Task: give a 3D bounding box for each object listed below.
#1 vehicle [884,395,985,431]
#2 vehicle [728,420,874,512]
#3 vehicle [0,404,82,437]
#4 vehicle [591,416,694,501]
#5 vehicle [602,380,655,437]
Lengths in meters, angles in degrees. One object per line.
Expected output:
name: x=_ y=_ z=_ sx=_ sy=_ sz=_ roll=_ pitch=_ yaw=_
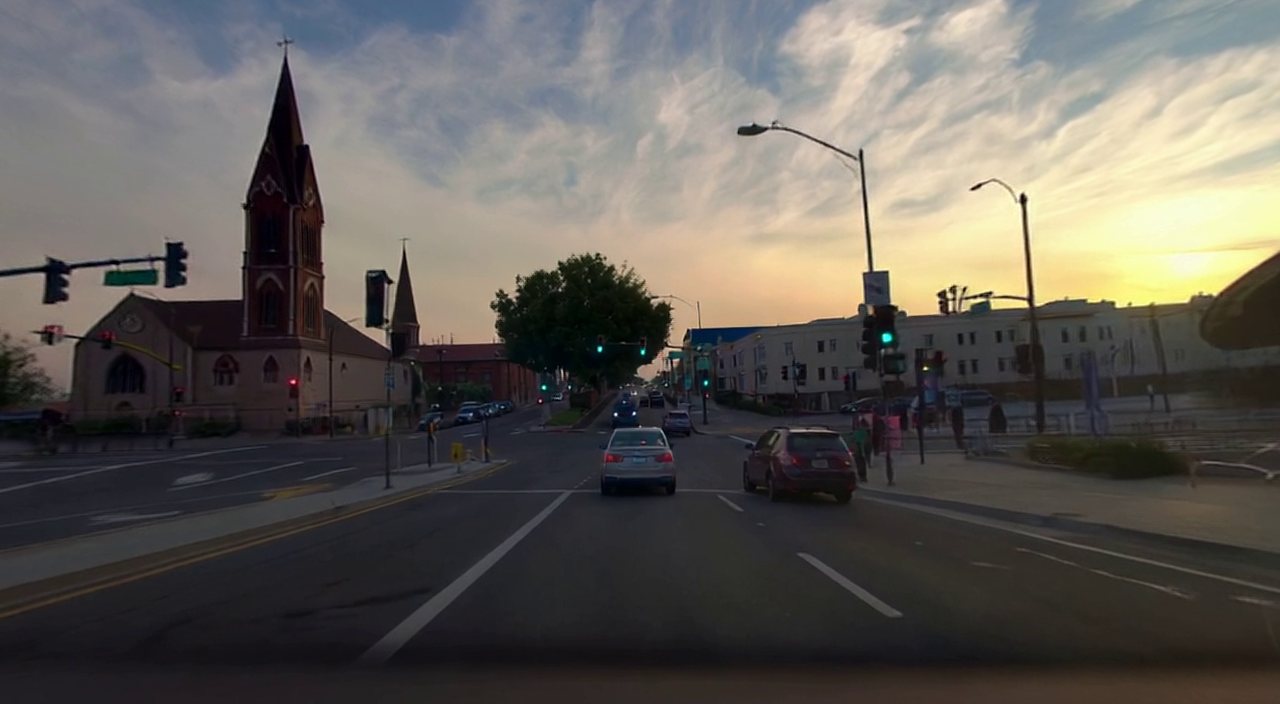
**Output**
vehicle: x=16.317 y=3.347 z=35.130 sx=4.512 sy=1.734 sz=2.143 roll=-2 pitch=-4 yaw=-4
vehicle: x=3.493 y=2.566 z=14.757 sx=2.080 sy=1.735 sz=4.650 roll=2 pitch=-8 yaw=-1
vehicle: x=-45.489 y=5.118 z=47.747 sx=2.194 sy=2.092 sz=5.083 roll=0 pitch=-2 yaw=-3
vehicle: x=0.029 y=2.548 z=15.504 sx=2.168 sy=1.776 sz=4.135 roll=0 pitch=-8 yaw=-1
vehicle: x=-0.854 y=3.416 z=39.237 sx=2.930 sy=3.209 sz=8.154 roll=0 pitch=-4 yaw=-3
